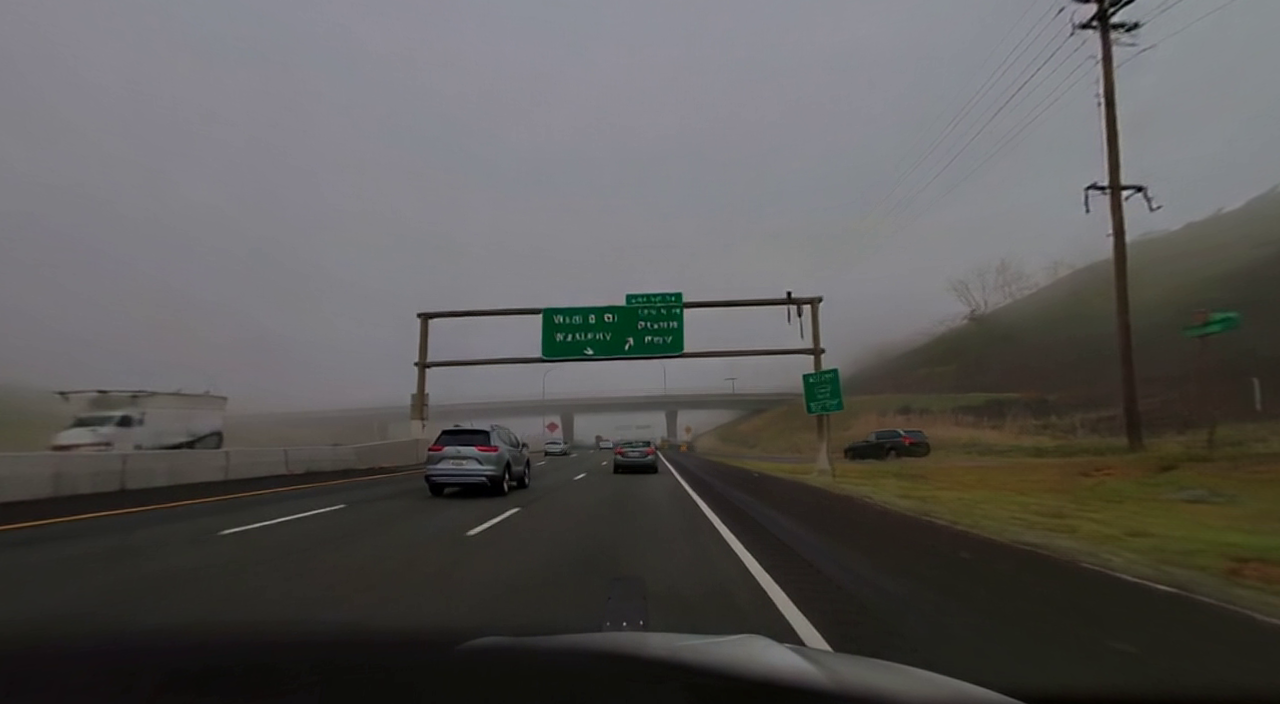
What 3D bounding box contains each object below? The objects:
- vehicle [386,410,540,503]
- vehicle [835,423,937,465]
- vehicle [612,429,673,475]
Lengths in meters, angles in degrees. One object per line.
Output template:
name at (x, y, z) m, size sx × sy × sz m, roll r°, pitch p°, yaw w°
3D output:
vehicle at (-3.980, 2.481, 15.270) m, size 2.228 × 1.845 × 4.847 m, roll -1°, pitch -8°, yaw 1°
vehicle at (16.332, 6.193, 42.453) m, size 2.571 × 2.571 × 6.876 m, roll 2°, pitch -9°, yaw -16°
vehicle at (0.170, 3.896, 24.711) m, size 2.193 × 1.651 × 3.946 m, roll -1°, pitch -8°, yaw 2°
